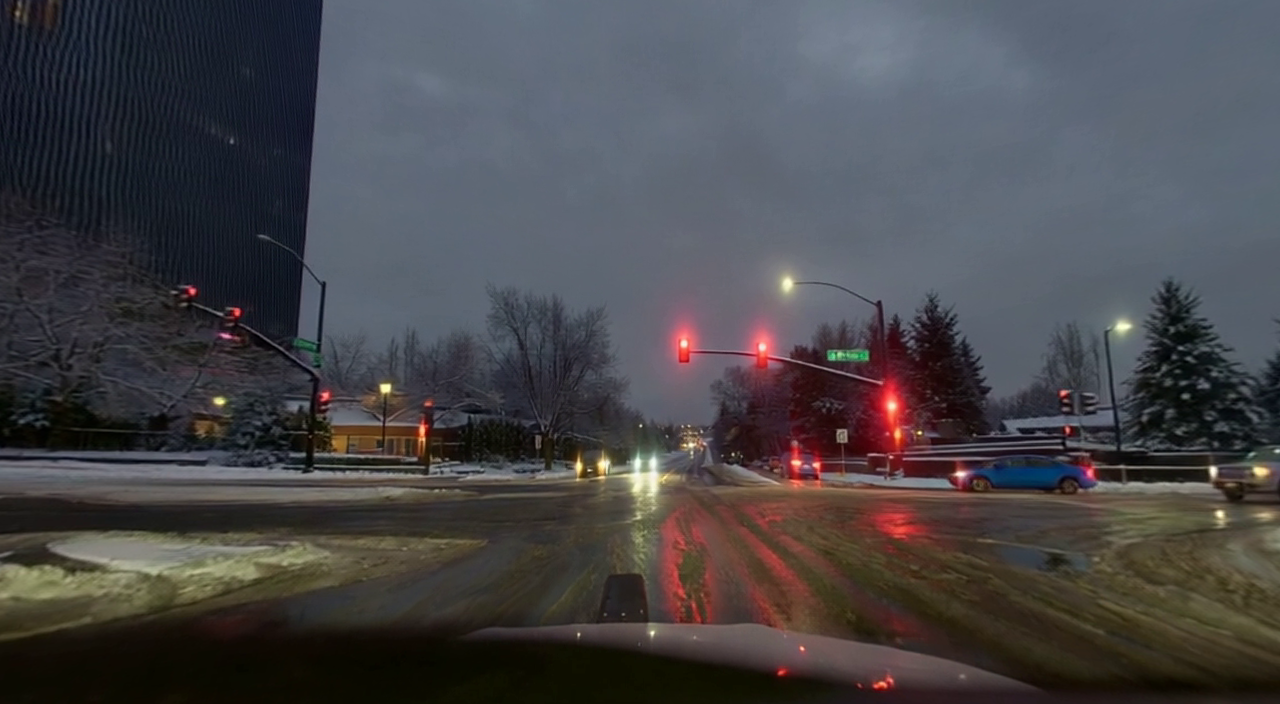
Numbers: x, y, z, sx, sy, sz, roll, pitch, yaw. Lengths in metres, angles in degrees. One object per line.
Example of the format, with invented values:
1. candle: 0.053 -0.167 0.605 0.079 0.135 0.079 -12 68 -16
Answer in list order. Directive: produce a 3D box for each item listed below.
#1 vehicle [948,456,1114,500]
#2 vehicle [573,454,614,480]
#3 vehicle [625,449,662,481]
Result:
1. vehicle: 14.643 4.736 23.852 4.896 1.503 1.971 -3 -9 15
2. vehicle: -2.886 7.236 39.763 2.068 1.486 4.664 0 -9 2
3. vehicle: 0.250 6.606 37.016 2.018 1.699 4.751 0 -9 1
